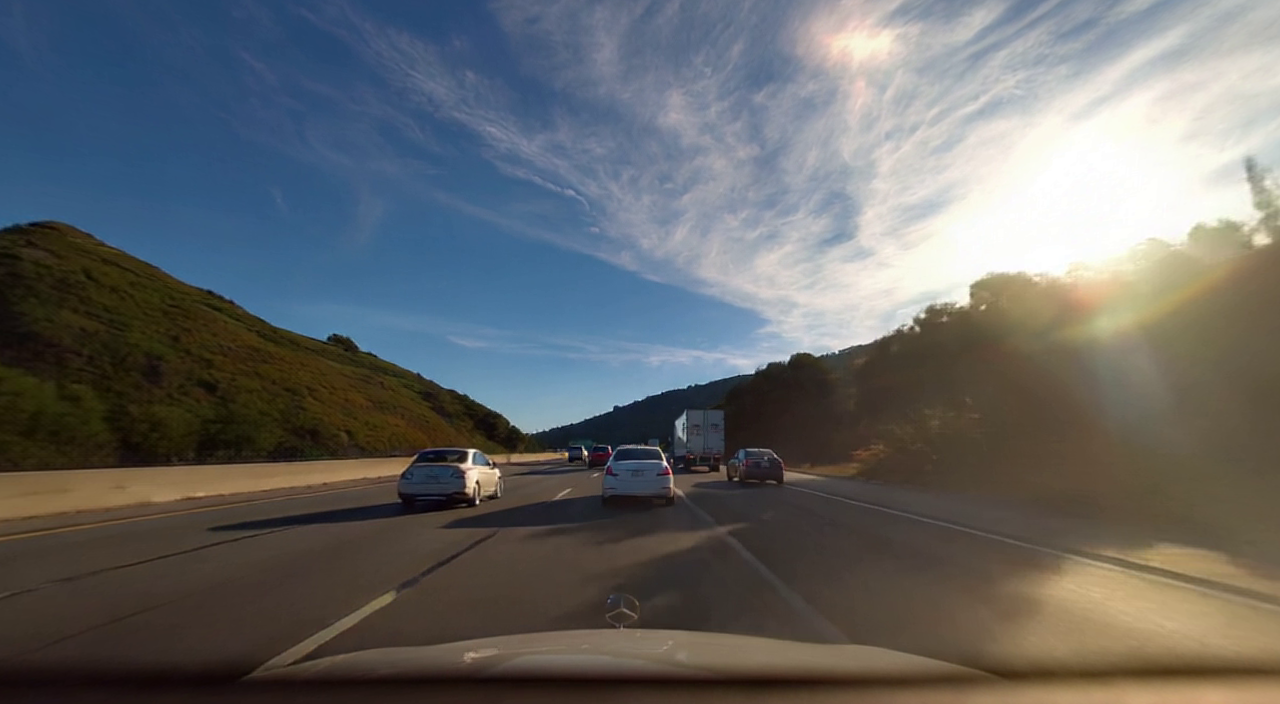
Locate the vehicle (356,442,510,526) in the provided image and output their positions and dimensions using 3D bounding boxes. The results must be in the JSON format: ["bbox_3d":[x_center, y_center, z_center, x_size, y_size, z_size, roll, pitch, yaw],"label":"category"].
[{"bbox_3d":[-4.128,2.686,13.305,1.848,1.486,3.832,0,-9,1],"label":"vehicle"}]

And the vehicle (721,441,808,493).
[{"bbox_3d":[4.157,3.915,21.840,2.029,1.579,4.484,0,-9,-1],"label":"vehicle"}]

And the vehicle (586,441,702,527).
[{"bbox_3d":[0.078,2.599,12.891,2.041,1.484,3.535,0,-9,0],"label":"vehicle"}]

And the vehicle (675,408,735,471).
[{"bbox_3d":[4.644,6.965,49.102,3.194,4.038,16.301,0,-9,1],"label":"vehicle"}]

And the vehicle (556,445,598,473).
[{"bbox_3d":[-4.043,6.918,40.976,2.211,1.669,4.224,0,-9,1],"label":"vehicle"}]
